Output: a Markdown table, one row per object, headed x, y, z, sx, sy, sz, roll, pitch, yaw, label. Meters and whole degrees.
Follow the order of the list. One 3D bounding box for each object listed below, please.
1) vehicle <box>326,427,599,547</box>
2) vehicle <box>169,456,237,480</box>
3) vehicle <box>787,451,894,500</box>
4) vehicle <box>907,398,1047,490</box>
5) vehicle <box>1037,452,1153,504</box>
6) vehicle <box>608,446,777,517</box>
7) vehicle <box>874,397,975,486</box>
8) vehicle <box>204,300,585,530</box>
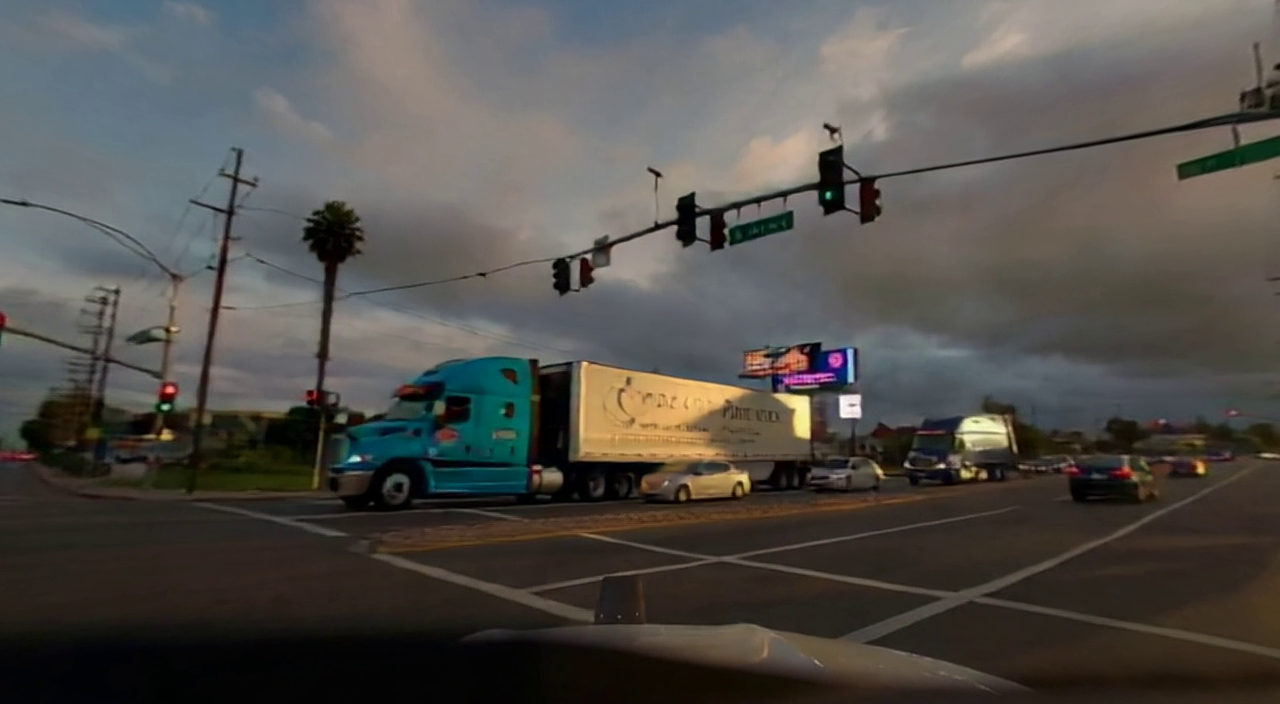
| x | y | z | sx | sy | sz | roll | pitch | yaw | label |
| --- | --- | --- | --- | --- | --- | --- | --- | --- | --- |
| -3.553 | 2.680 | 13.396 | 2.200 | 1.893 | 5.079 | -12 | -12 | 43 | vehicle |
| -33.157 | 8.756 | 48.010 | 3.909 | 1.655 | 1.754 | 8 | -12 | -42 | vehicle |
| 7.818 | 4.710 | 24.438 | 4.443 | 1.512 | 1.919 | 5 | -12 | -44 | vehicle |
| 17.921 | 4.763 | 33.300 | 9.012 | 4.193 | 3.434 | 6 | -11 | -43 | vehicle |
| 15.091 | 4.057 | 20.856 | 5.114 | 1.492 | 2.040 | 8 | -12 | -43 | vehicle |
| 1.623 | 3.610 | 18.095 | 4.958 | 1.510 | 1.949 | 5 | -12 | -44 | vehicle |
| 13.624 | 4.288 | 30.335 | 3.372 | 3.903 | 3.027 | 7 | -12 | -42 | vehicle |
| -5.541 | 1.753 | 15.912 | 8.167 | 4.352 | 3.029 | 9 | -13 | -44 | vehicle |
